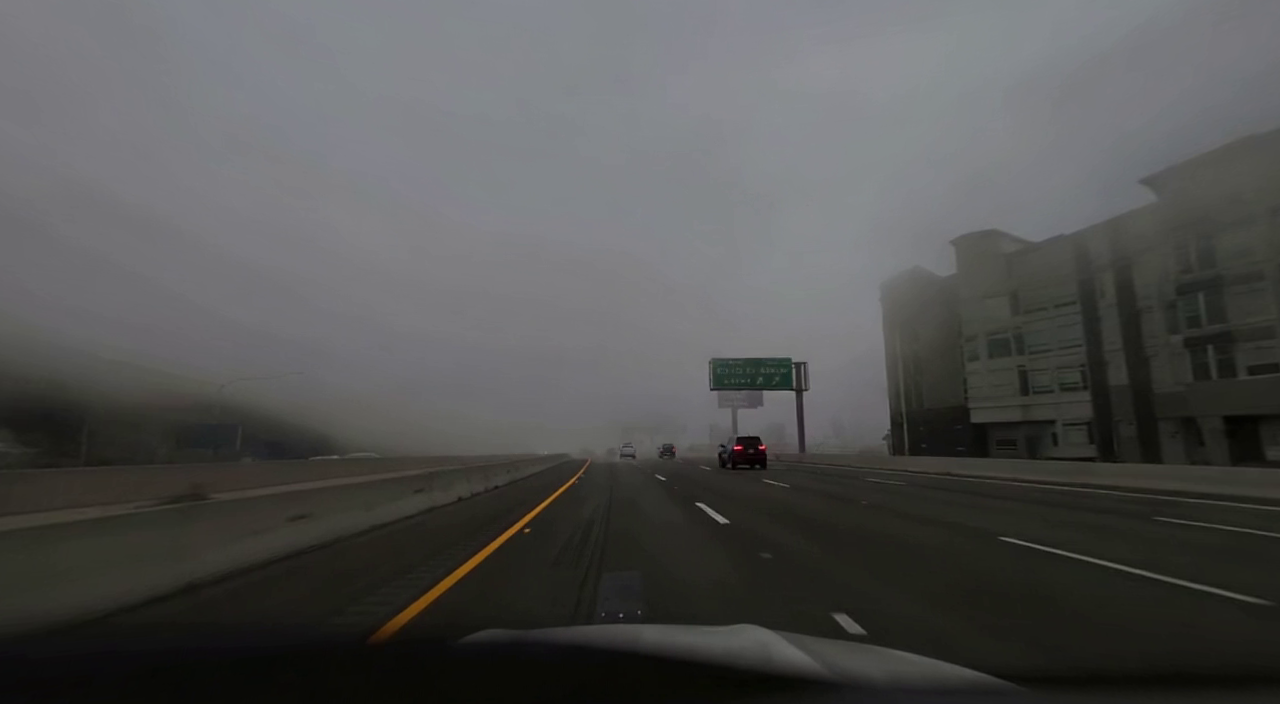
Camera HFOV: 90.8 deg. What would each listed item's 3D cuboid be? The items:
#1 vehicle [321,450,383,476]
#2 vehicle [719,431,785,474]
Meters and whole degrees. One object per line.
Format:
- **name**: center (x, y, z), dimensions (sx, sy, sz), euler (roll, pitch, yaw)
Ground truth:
- **vehicle**: center (-18.208, 7.005, 40.185), dimensions (1.893, 1.517, 4.889), euler (0, -9, -3)
- **vehicle**: center (5.488, 5.027, 31.780), dimensions (2.181, 1.952, 4.973), euler (0, -9, -3)
